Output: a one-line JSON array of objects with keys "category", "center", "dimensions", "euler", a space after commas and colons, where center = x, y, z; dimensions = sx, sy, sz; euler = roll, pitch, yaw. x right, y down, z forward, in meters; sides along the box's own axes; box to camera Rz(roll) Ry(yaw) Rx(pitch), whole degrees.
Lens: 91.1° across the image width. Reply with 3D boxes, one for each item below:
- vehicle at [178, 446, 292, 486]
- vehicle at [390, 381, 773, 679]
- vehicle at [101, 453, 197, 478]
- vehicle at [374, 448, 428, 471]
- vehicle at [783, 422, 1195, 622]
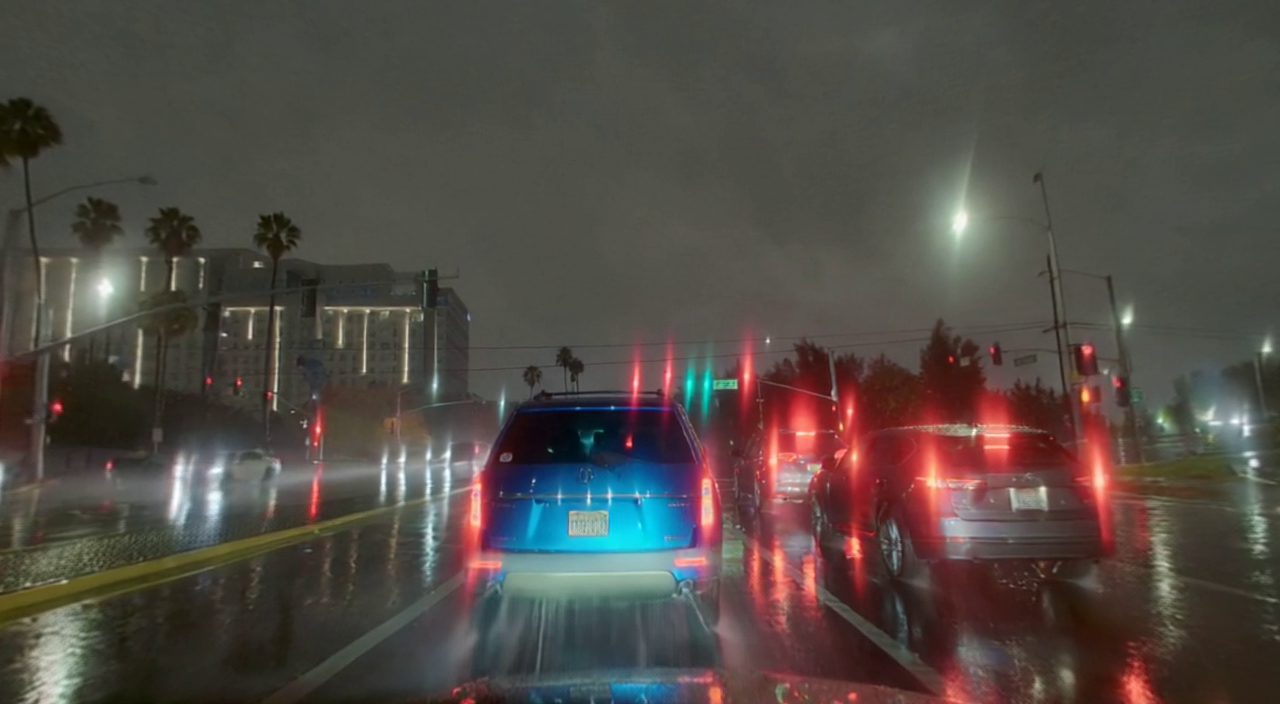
[{"category": "vehicle", "center": [-19.826, 5.541, 31.068], "dimensions": [2.119, 1.786, 5.252], "euler": [0, -9, 0]}, {"category": "vehicle", "center": [-0.335, 1.314, 5.689], "dimensions": [2.172, 1.694, 4.055], "euler": [0, -8, 0]}, {"category": "vehicle", "center": [-36.777, 8.513, 47.101], "dimensions": [5.347, 1.785, 2.123], "euler": [0, -8, 1]}, {"category": "vehicle", "center": [-16.784, 7.568, 44.315], "dimensions": [1.951, 1.500, 4.372], "euler": [0, -9, 1]}, {"category": "vehicle", "center": [3.119, 1.605, 6.985], "dimensions": [1.971, 1.473, 4.495], "euler": [0, -8, 0]}]
